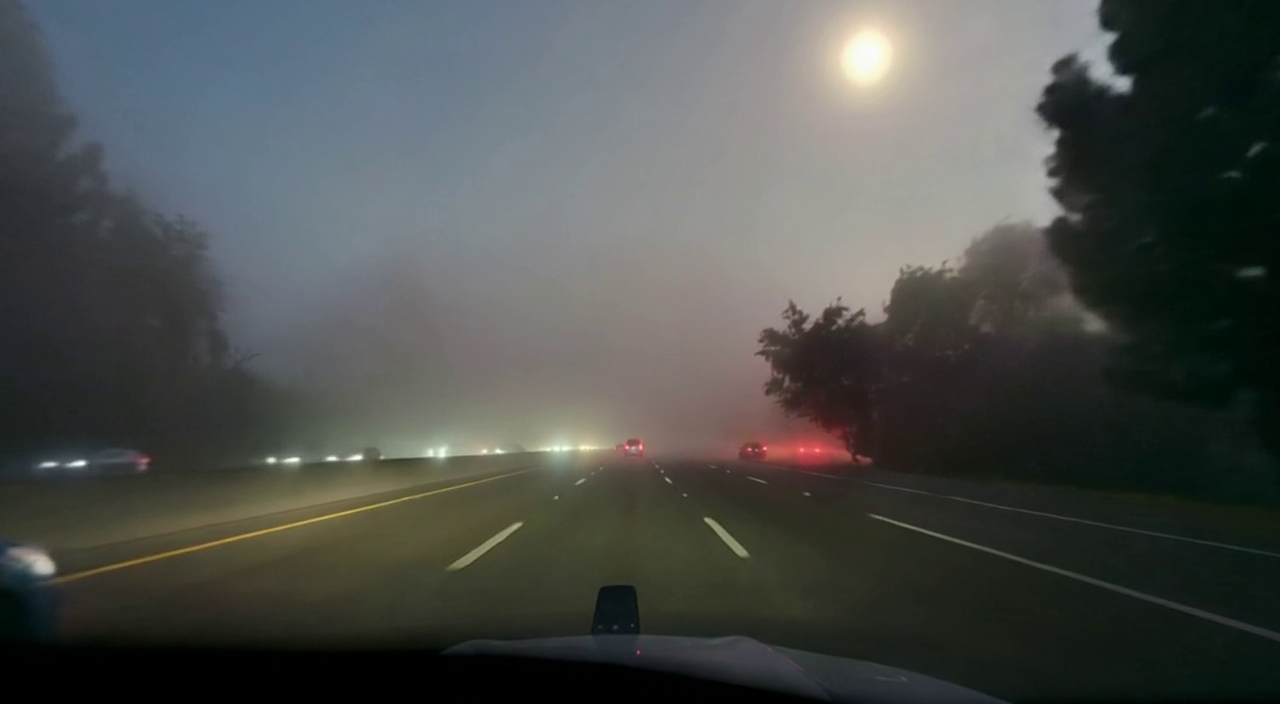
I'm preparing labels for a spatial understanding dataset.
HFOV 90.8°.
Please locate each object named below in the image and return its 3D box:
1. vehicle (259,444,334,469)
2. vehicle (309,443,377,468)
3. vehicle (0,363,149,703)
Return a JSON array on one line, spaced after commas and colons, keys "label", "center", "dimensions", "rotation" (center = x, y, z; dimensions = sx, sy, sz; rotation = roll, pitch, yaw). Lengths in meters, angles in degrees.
[{"label": "vehicle", "center": [-22.202, 6.769, 41.112], "dimensions": [1.940, 1.464, 5.027], "rotation": [0, -8, 2]}, {"label": "vehicle", "center": [-19.039, 6.650, 40.749], "dimensions": [2.122, 1.510, 4.488], "rotation": [0, -8, 2]}, {"label": "vehicle", "center": [-3.648, 0.630, 1.040], "dimensions": [1.996, 1.617, 4.637], "rotation": [0, -8, -1]}]
